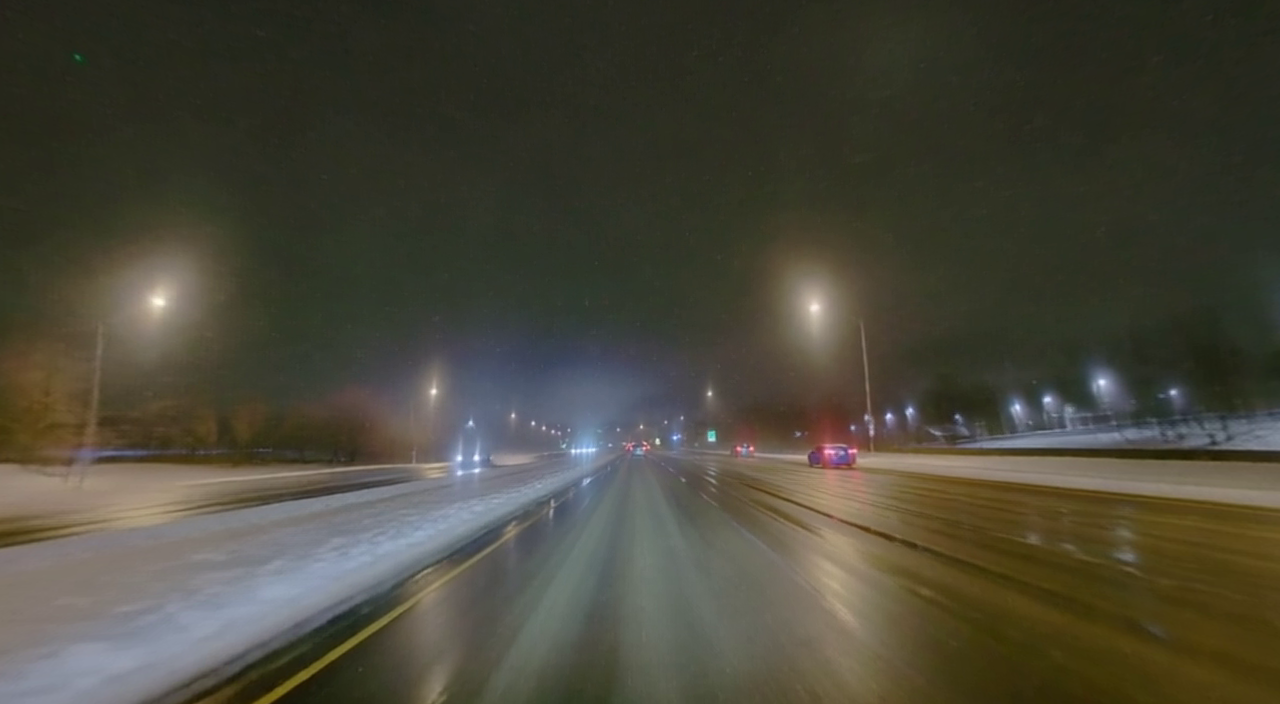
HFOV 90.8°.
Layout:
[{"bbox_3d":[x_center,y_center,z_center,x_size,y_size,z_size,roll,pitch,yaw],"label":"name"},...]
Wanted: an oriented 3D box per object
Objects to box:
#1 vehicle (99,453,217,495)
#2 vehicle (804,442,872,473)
[{"bbox_3d":[-21.163,5.332,27.953,2.183,1.644,3.774,0,-8,0],"label":"vehicle"},{"bbox_3d":[10.636,5.691,34.345,2.024,1.481,4.747,1,-8,-1],"label":"vehicle"}]
